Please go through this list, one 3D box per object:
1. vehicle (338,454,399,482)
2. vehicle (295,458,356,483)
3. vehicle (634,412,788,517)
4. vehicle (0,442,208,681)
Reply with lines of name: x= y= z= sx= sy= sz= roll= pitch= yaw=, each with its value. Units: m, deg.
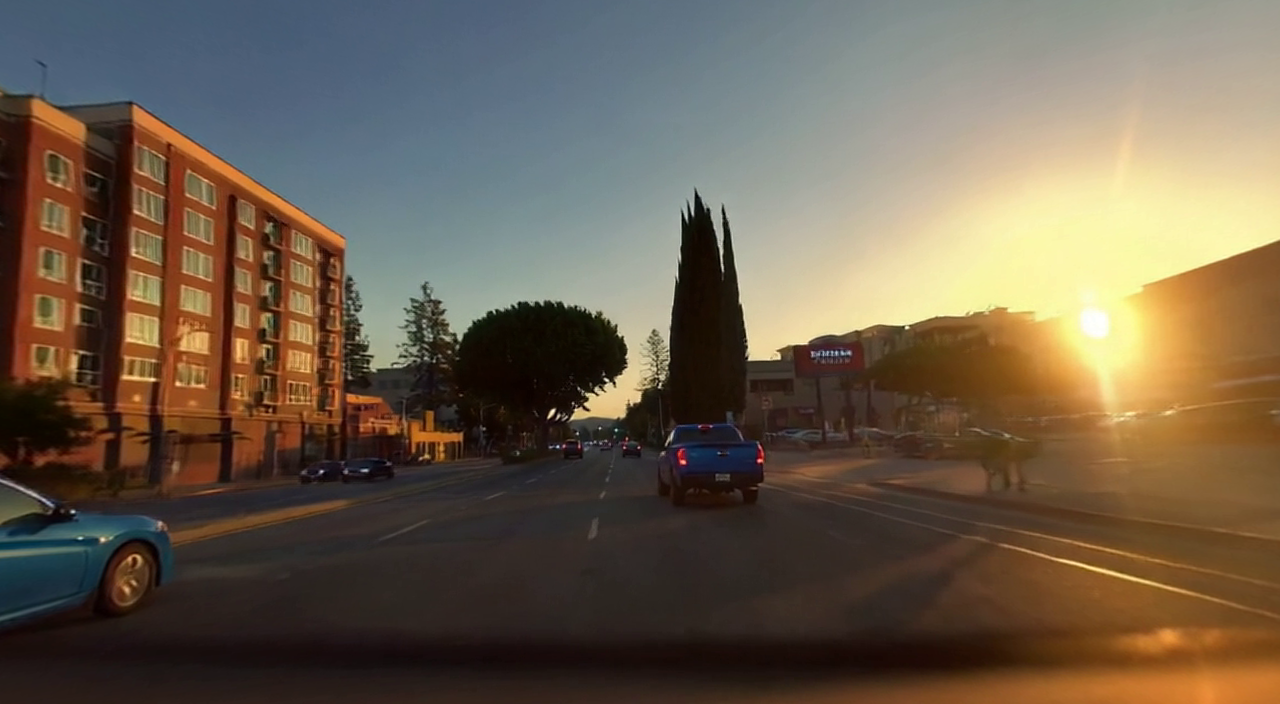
vehicle: x=-16.707 y=7.118 z=39.121 sx=1.955 sy=1.562 sz=4.340 roll=0 pitch=-8 yaw=-1
vehicle: x=-21.269 y=8.022 z=42.935 sx=2.003 sy=1.498 sz=4.440 roll=0 pitch=-8 yaw=-2
vehicle: x=1.306 y=2.519 z=14.775 sx=2.590 sy=1.932 sz=5.776 roll=0 pitch=-8 yaw=-3
vehicle: x=-4.778 y=1.202 z=3.362 sx=1.888 sy=1.424 sz=4.553 roll=0 pitch=-8 yaw=-2
